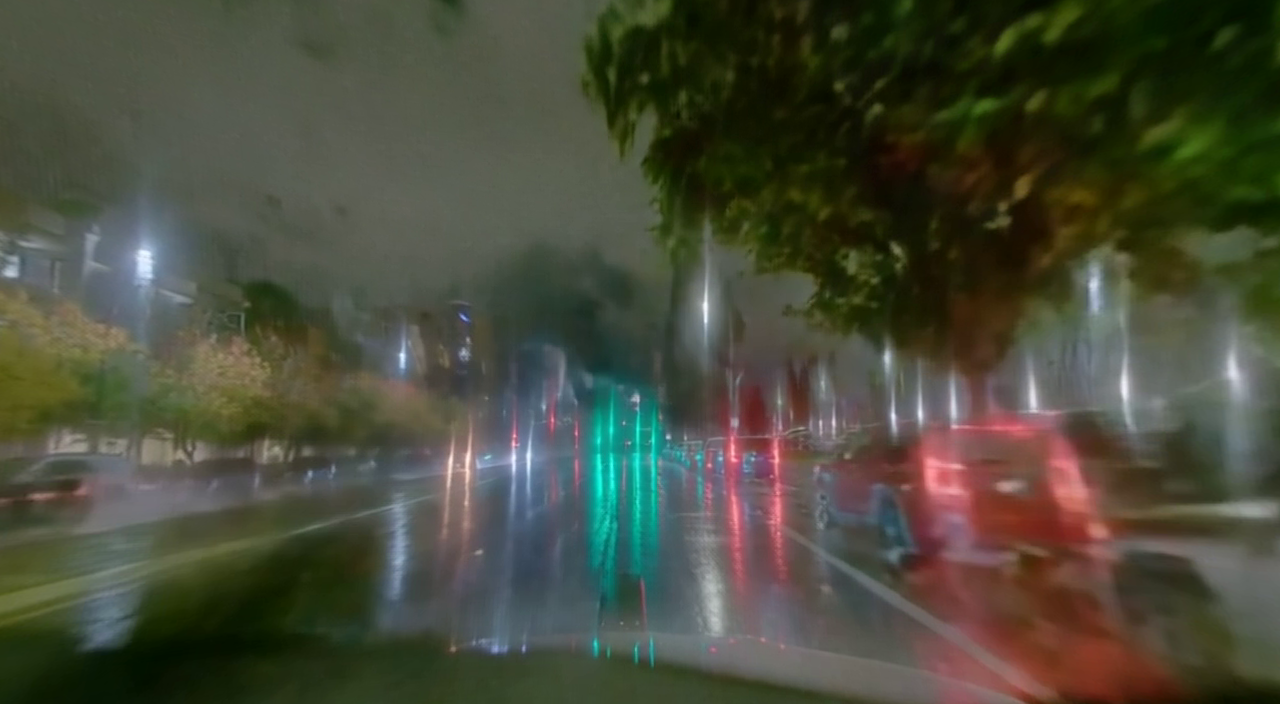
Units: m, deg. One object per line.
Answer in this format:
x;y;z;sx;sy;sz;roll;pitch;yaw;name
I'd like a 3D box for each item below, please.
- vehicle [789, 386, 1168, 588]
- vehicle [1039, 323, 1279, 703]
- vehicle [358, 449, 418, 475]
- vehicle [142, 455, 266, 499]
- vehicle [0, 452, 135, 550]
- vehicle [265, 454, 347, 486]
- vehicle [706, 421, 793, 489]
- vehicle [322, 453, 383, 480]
3.532;1.523;7.992;2.012;1.748;4.849;0;-8;-1;vehicle
3.528;0.641;1.579;1.975;1.762;4.607;0;-8;-1;vehicle
-18.118;7.908;45.724;2.037;1.694;5.511;0;-8;0;vehicle
-17.934;5.133;26.317;1.826;1.544;4.680;0;-8;0;vehicle
-11.176;2.424;10.334;1.982;1.515;4.648;0;-8;0;vehicle
-17.894;6.331;34.100;1.932;1.510;4.685;0;-8;-1;vehicle
3.375;3.288;20.417;1.935;1.920;4.397;0;-8;-1;vehicle
-17.909;7.127;39.618;1.780;1.463;4.573;0;-8;-2;vehicle
